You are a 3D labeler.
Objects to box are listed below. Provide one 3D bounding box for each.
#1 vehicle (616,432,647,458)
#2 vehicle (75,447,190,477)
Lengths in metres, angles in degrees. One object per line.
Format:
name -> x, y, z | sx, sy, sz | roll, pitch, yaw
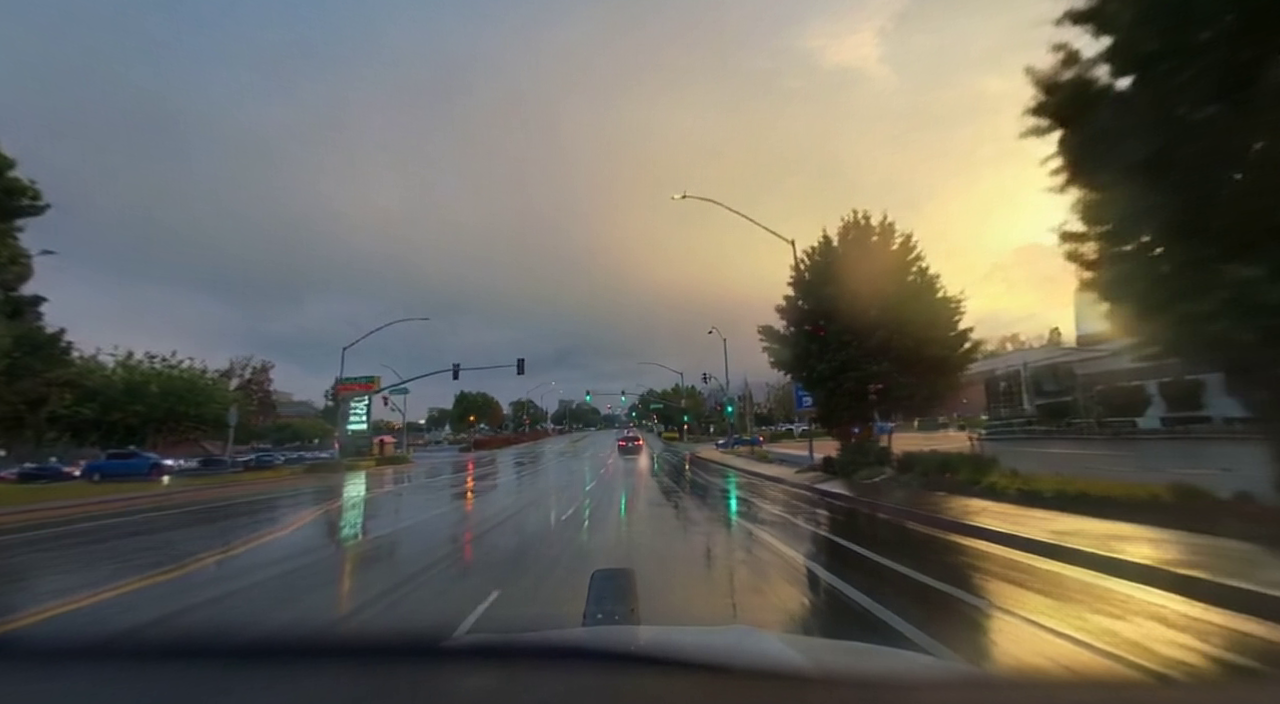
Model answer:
vehicle -> -0.581, 6.273, 42.594 | 2.024, 1.628, 4.774 | 0, -8, -1
vehicle -> -30.625, 6.625, 38.272 | 5.136, 1.723, 1.953 | 0, -8, -3
